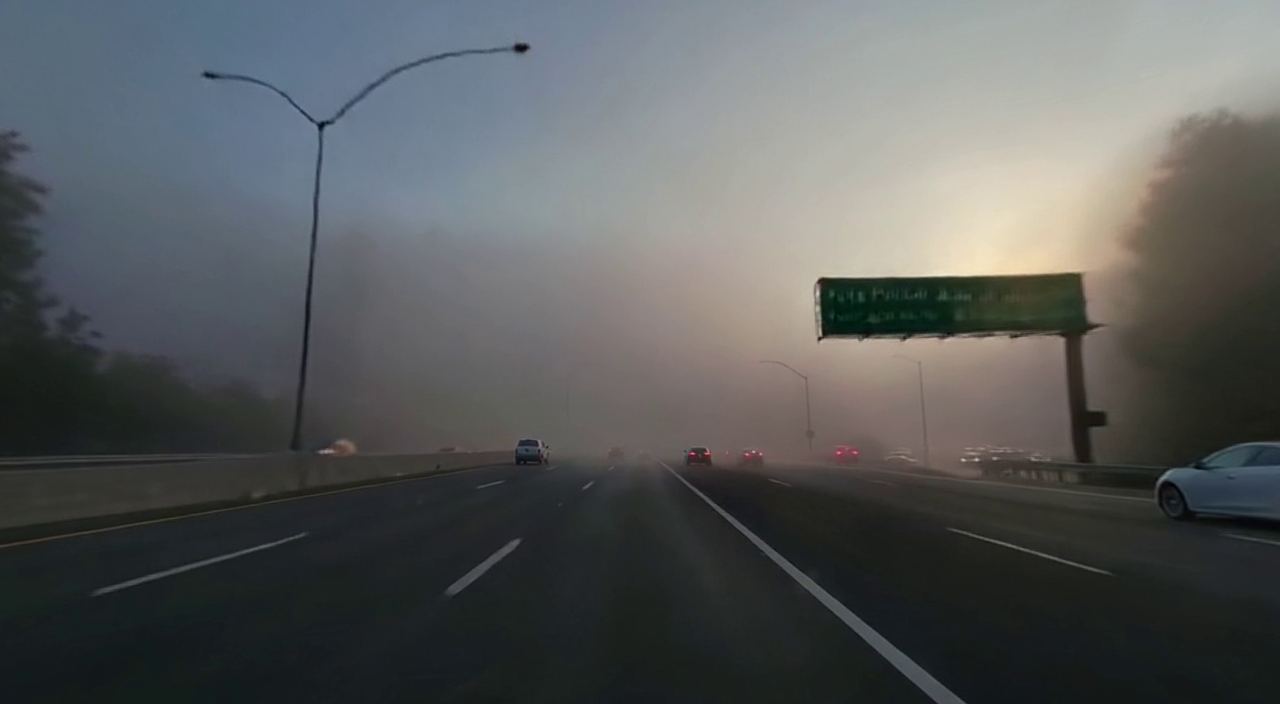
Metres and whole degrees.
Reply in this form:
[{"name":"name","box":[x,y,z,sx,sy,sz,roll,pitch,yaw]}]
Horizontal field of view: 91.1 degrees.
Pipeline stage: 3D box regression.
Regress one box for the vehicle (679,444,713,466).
[{"name":"vehicle","box":[3.800,7.041,43.155,1.950,1.453,3.378,0,-9,-1]}]

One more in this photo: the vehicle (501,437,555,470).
[{"name":"vehicle","box":[-6.191,5.680,35.373,2.091,1.746,4.437,0,-9,2]}]

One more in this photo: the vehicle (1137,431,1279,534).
[{"name":"vehicle","box":[10.205,1.899,9.132,1.979,1.467,4.839,0,-8,0]}]

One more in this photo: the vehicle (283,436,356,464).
[{"name":"vehicle","box":[-21.297,6.564,41.970,2.140,1.739,5.106,0,-9,1]}]
